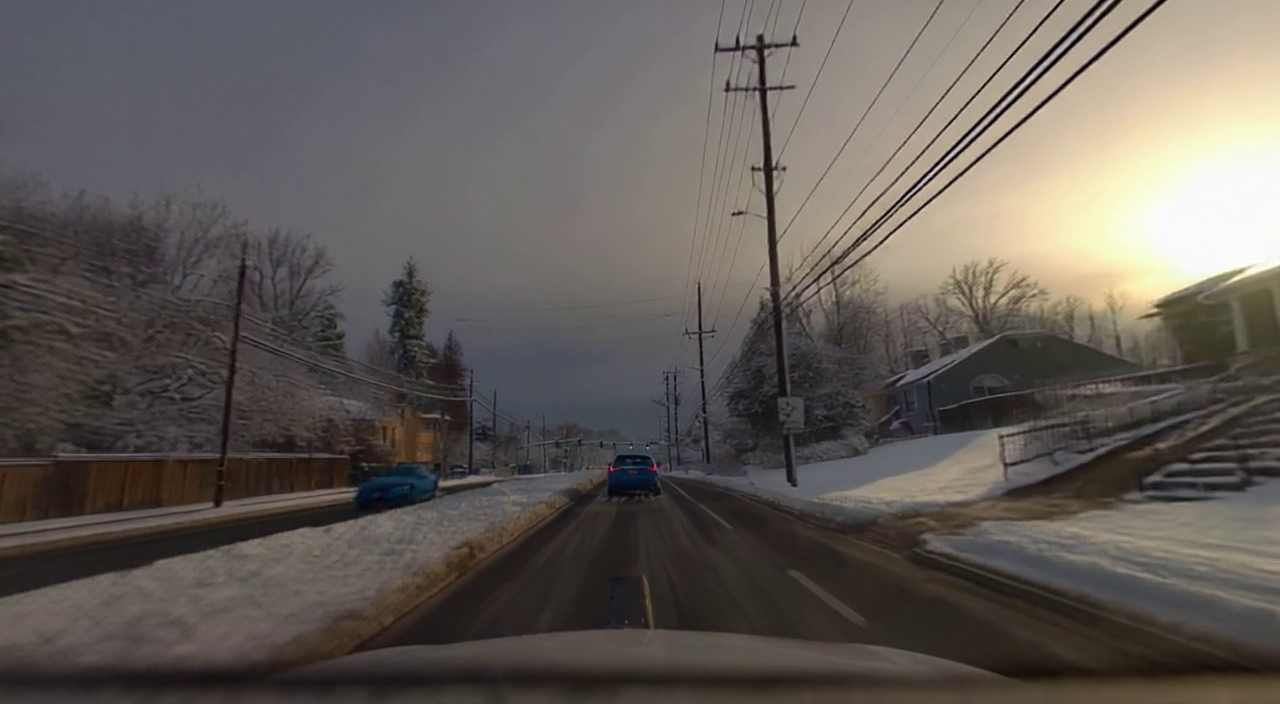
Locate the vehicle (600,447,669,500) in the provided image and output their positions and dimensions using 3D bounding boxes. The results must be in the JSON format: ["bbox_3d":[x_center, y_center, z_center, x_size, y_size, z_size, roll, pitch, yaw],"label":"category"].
[{"bbox_3d":[-0.196,4.196,22.287,2.200,1.653,4.127,0,-8,-1],"label":"vehicle"}]

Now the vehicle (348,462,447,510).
[{"bbox_3d":[-9.207,5.109,24.442,1.960,1.490,4.674,0,-8,1],"label":"vehicle"}]
